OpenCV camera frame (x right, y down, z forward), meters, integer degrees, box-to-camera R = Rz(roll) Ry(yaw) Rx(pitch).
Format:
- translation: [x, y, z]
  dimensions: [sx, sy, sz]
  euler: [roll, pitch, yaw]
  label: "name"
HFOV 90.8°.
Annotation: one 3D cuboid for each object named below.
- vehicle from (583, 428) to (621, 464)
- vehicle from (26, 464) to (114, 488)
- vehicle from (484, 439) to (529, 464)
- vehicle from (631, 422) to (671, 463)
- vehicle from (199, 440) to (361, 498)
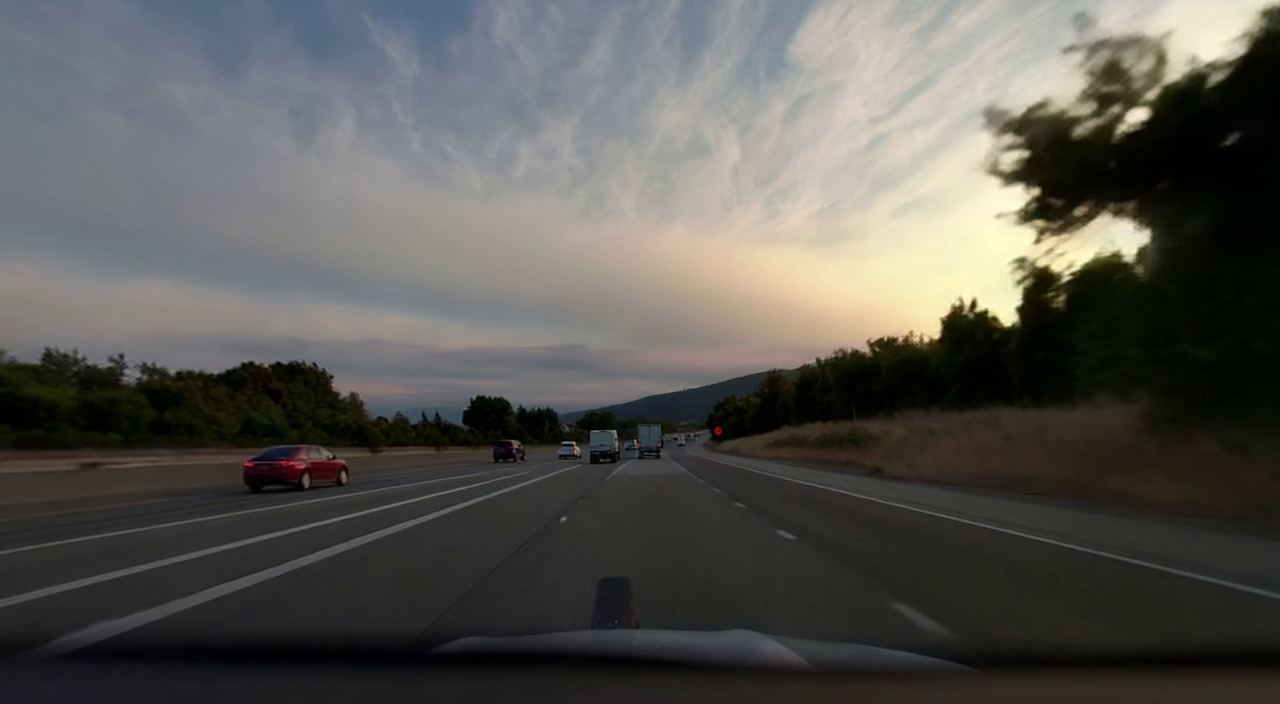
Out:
- translation: [-2.770, 7.116, 47.732]
  dimensions: [2.328, 2.519, 5.238]
  euler: [0, -8, 2]
  label: "vehicle"
- translation: [-43.283, 9.409, 48.141]
  dimensions: [2.107, 1.552, 4.767]
  euler: [0, -9, 2]
  label: "vehicle"
- translation: [-9.973, 7.454, 47.605]
  dimensions: [2.080, 1.777, 5.450]
  euler: [0, -8, 2]
  label: "vehicle"
- translation: [0.849, 6.833, 47.919]
  dimensions: [2.768, 2.854, 6.757]
  euler: [1, -8, 1]
  label: "vehicle"
- translation: [-10.206, 3.329, 18.442]
  dimensions: [1.952, 1.457, 4.689]
  euler: [0, -8, 0]
  label: "vehicle"
